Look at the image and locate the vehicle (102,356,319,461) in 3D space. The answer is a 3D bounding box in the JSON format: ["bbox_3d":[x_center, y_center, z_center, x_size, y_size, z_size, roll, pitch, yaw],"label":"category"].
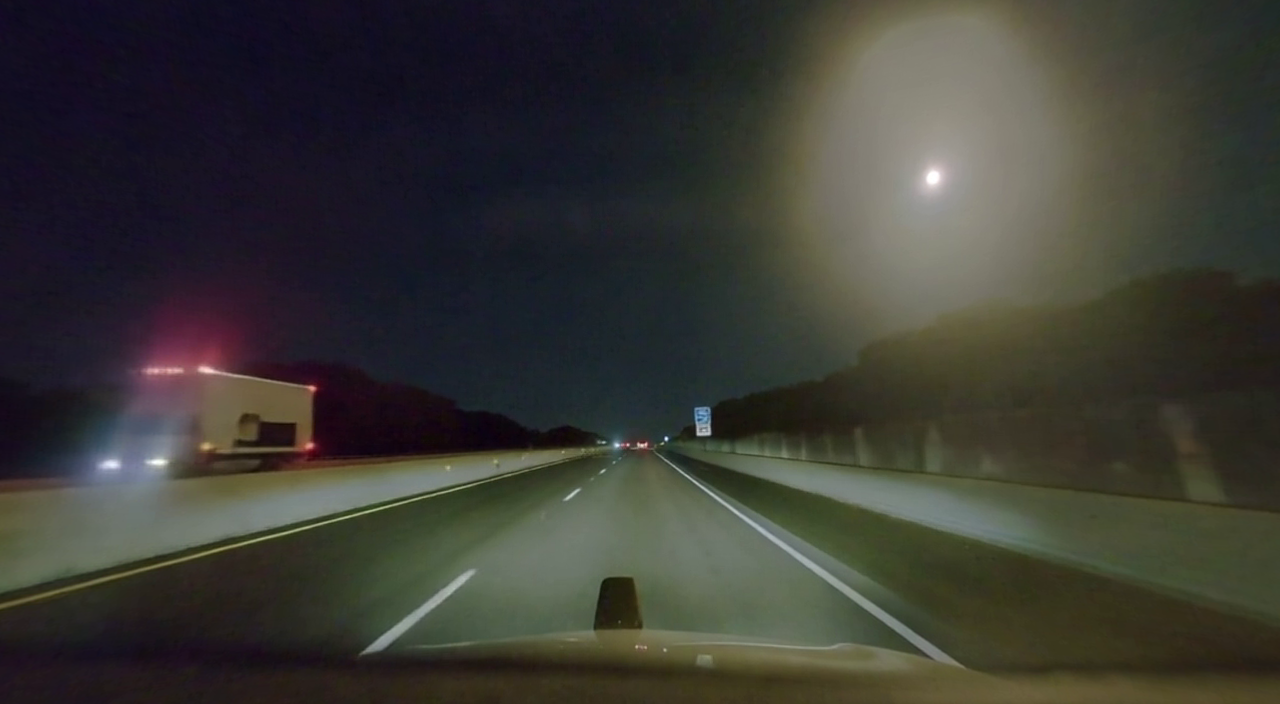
[{"bbox_3d":[-23.154,3.531,35.474,3.255,4.833,12.518,-1,-8,0],"label":"vehicle"}]
